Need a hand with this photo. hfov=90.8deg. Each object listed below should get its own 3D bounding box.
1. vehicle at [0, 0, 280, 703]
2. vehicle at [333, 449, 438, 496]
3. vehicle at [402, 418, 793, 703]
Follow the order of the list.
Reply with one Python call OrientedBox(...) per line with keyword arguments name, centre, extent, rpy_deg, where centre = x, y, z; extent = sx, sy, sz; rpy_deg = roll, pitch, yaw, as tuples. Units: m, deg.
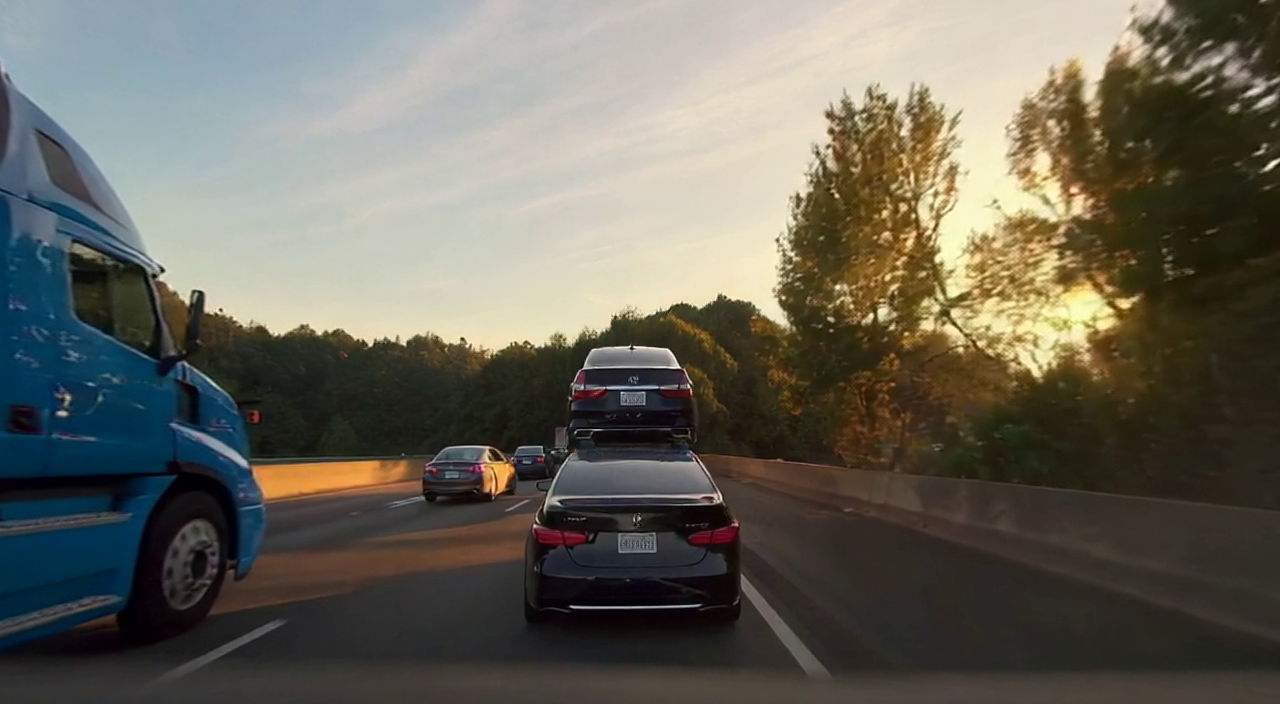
OrientedBox(name="vehicle", centre=(-4.507, -0.158, 2.114), extent=(2.963, 3.836, 6.016), rpy_deg=(0, -9, -1))
OrientedBox(name="vehicle", centre=(-8.777, 4.157, 22.209), extent=(1.834, 1.469, 4.362), rpy_deg=(0, -9, 1))
OrientedBox(name="vehicle", centre=(-0.258, 1.364, 4.998), extent=(1.991, 1.507, 3.391), rpy_deg=(0, -9, -2))
